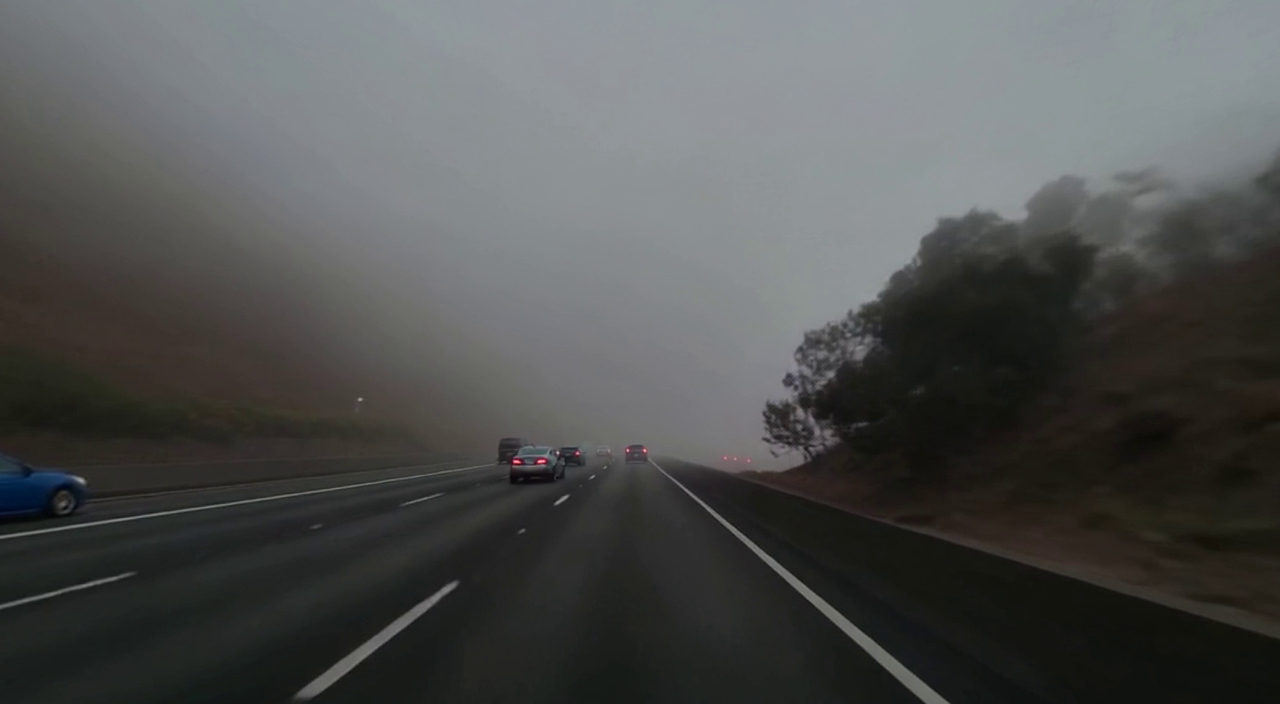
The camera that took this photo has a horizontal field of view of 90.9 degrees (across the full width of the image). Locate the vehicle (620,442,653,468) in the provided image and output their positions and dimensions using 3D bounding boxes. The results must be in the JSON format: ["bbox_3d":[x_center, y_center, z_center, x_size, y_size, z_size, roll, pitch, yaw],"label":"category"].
[{"bbox_3d":[-0.293,6.998,43.128,2.138,1.674,4.044,0,-8,-1],"label":"vehicle"}]

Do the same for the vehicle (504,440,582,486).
[{"bbox_3d":[-3.471,4.081,23.557,2.080,1.505,4.649,0,-8,1],"label":"vehicle"}]
